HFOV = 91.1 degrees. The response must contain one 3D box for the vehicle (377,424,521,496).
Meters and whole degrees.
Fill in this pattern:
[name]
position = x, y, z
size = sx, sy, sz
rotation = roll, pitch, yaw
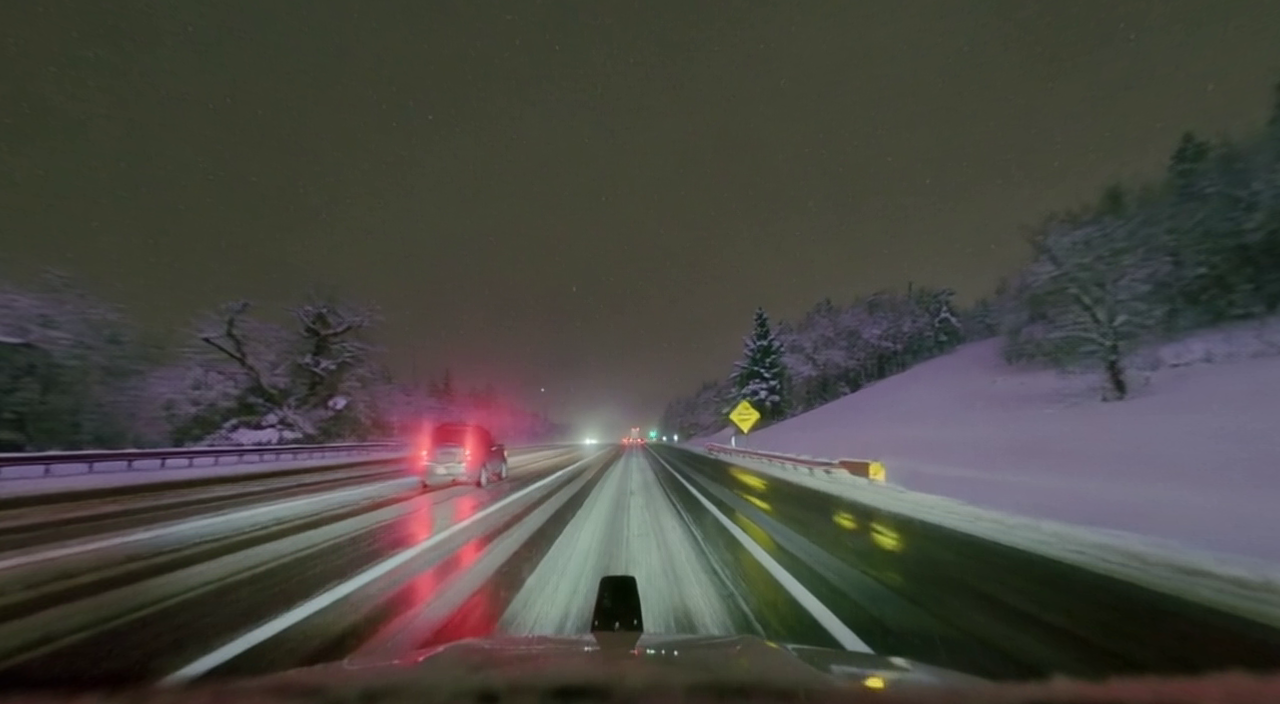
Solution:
[vehicle]
position = -4.600, 2.658, 16.080
size = 2.149, 1.532, 4.905
rotation = 0, -8, 0
